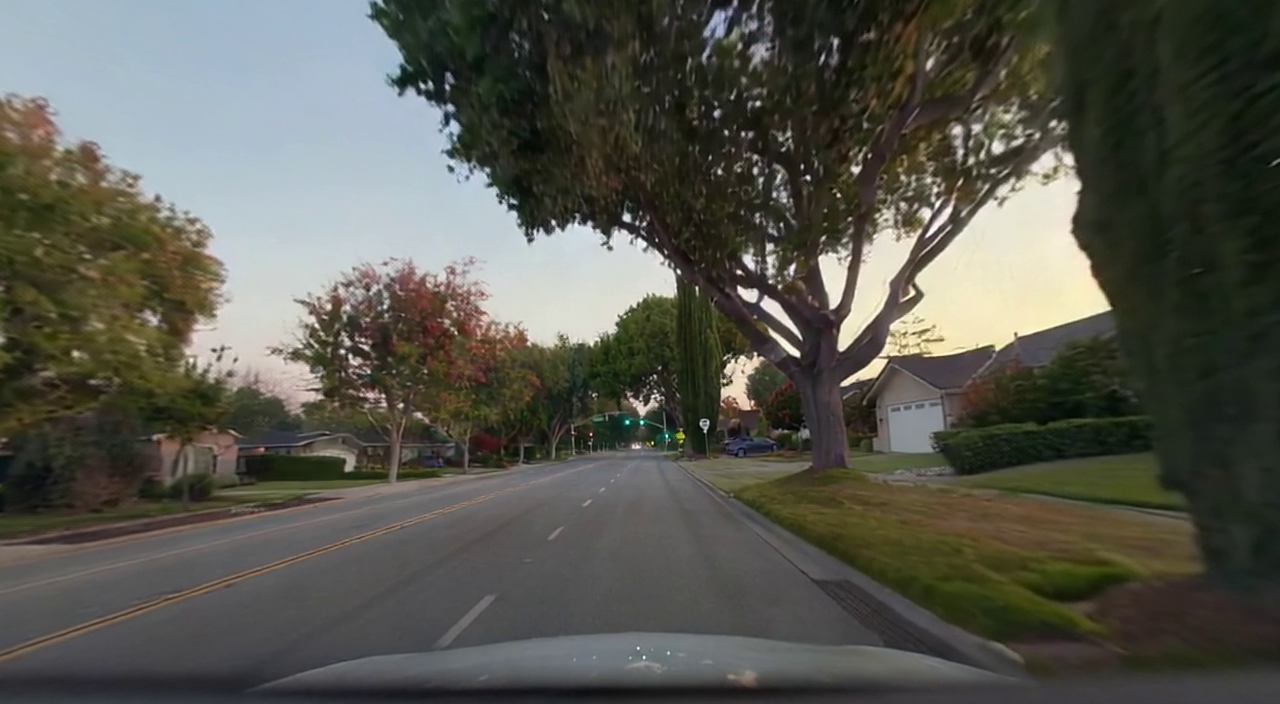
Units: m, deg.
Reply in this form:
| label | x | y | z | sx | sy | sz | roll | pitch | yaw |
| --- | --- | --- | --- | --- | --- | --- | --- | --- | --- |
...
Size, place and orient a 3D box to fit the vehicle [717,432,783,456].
| label | x | y | z | sx | sy | sz | roll | pitch | yaw |
| --- | --- | --- | --- | --- | --- | --- | --- | --- | --- |
| vehicle | 8.619 | 7.213 | 49.118 | 4.636 | 1.823 | 1.997 | 3 | -9 | -18 |
